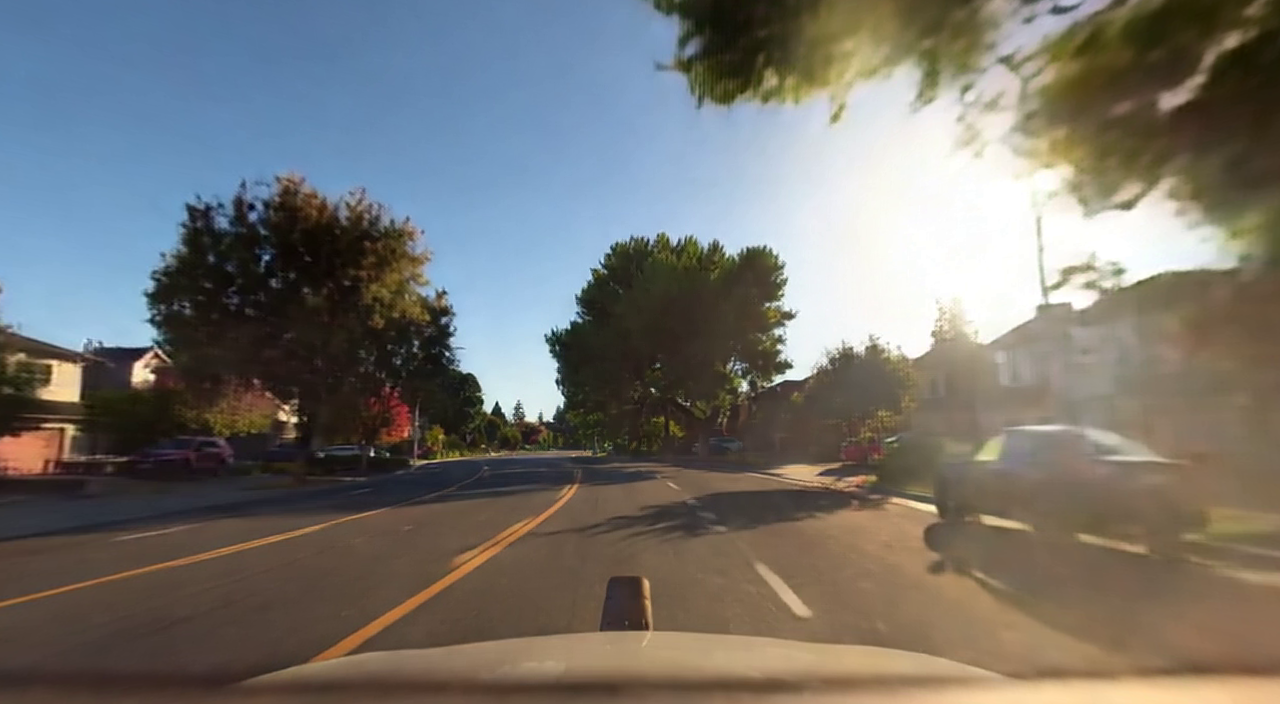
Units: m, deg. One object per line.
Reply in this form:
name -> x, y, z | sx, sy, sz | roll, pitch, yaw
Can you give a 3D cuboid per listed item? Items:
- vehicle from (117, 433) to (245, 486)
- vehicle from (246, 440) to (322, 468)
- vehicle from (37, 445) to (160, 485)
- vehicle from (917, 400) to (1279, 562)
vehicle -> -18.594, 4.349, 25.868 | 2.077, 1.948, 4.705 | 1, -8, -7
vehicle -> -24.721, 7.091, 43.935 | 4.128, 1.861, 1.959 | 2, -9, -15
vehicle -> -21.480, 4.474, 25.244 | 1.764, 1.443, 3.941 | 2, -9, -8
vehicle -> 6.728, 1.859, 9.827 | 2.315, 1.869, 4.678 | 1, -8, -5
